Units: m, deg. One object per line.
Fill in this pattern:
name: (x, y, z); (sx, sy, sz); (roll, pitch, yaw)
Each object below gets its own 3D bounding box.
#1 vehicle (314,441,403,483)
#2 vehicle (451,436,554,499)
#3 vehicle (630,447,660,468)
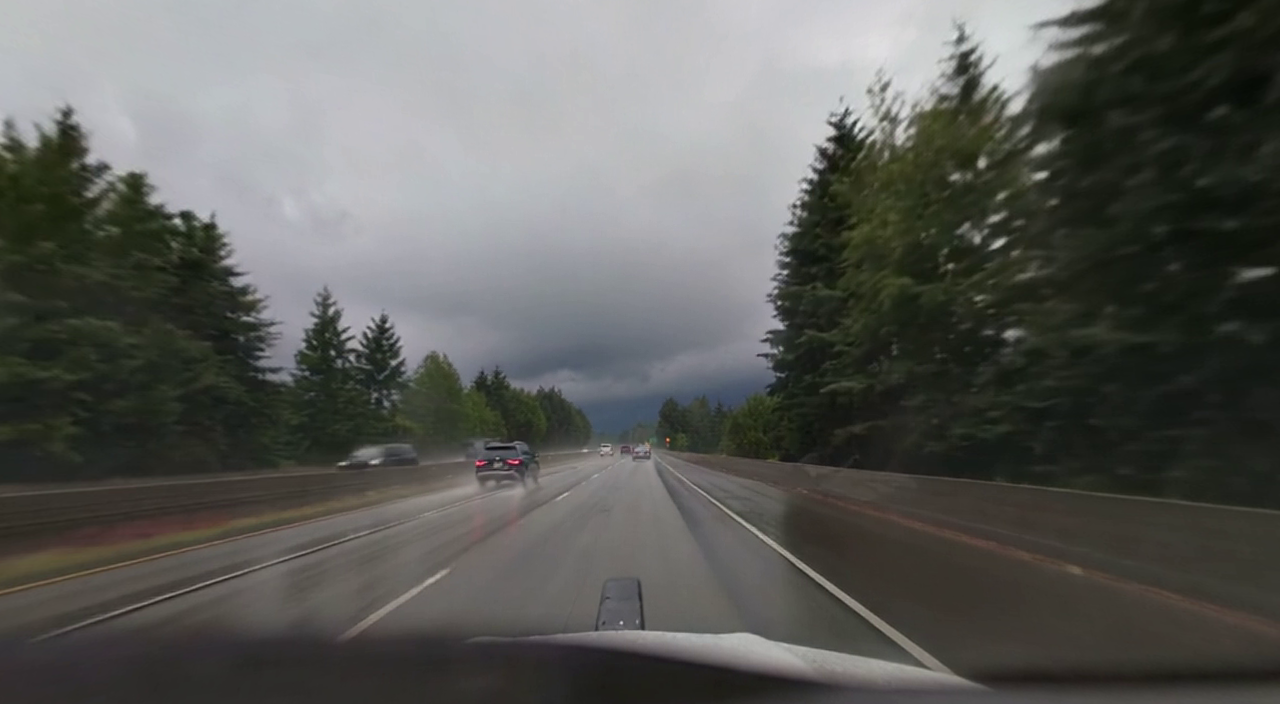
vehicle: (-12.778, 5.001, 29.004); (2.002, 1.734, 4.429); (0, -9, 1)
vehicle: (-3.958, 3.404, 19.031); (2.100, 1.667, 4.223); (0, -9, 1)
vehicle: (0.304, 7.586, 45.556); (2.046, 1.452, 4.407); (0, -9, -1)
